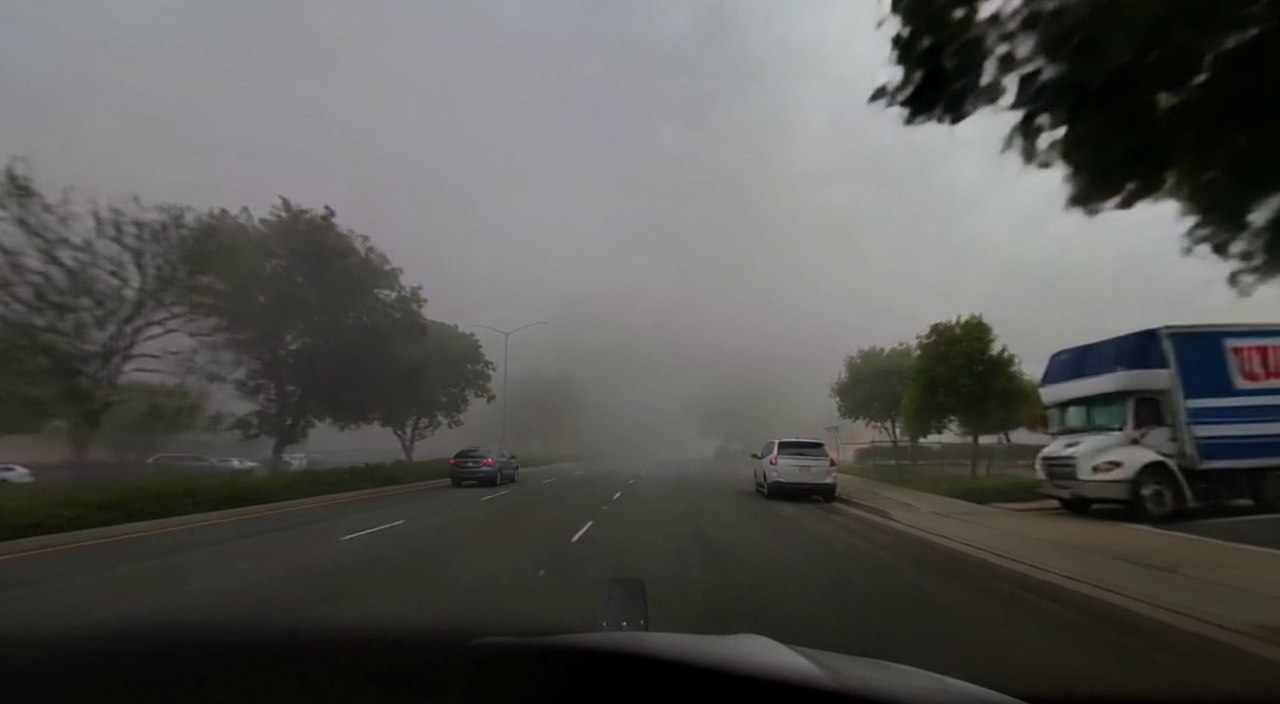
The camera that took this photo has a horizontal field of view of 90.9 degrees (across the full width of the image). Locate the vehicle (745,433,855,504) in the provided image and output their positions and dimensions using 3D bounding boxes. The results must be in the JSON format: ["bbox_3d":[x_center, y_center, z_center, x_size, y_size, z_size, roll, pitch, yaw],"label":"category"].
[{"bbox_3d":[4.266,3.176,17.684,2.064,1.697,4.718,0,-9,3],"label":"vehicle"}]

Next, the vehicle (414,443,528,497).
[{"bbox_3d":[-5.140,3.640,19.938,2.060,1.473,4.645,0,-9,3],"label":"vehicle"}]

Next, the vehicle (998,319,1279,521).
[{"bbox_3d":[11.469,1.293,12.386,7.138,3.310,2.943,0,-9,-10],"label":"vehicle"}]

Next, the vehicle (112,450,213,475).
[{"bbox_3d":[-29.552,6.860,39.153,4.481,1.441,1.960,2,-9,-9],"label":"vehicle"}]
